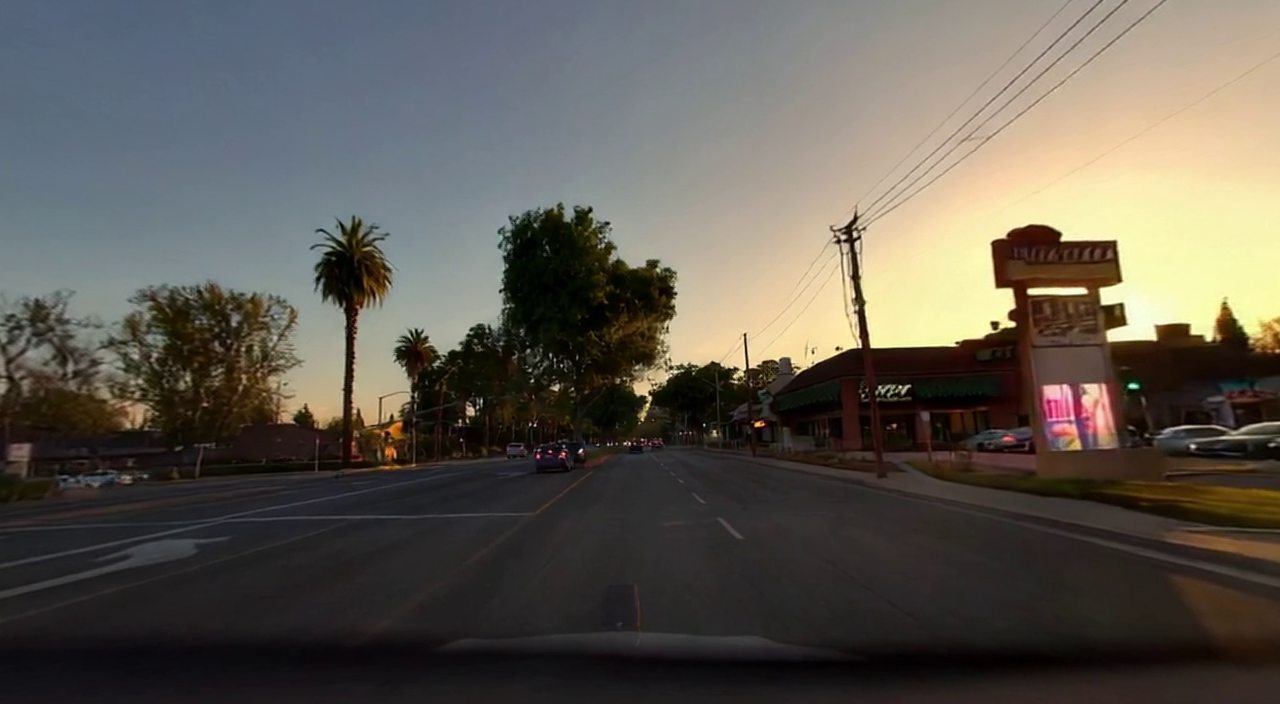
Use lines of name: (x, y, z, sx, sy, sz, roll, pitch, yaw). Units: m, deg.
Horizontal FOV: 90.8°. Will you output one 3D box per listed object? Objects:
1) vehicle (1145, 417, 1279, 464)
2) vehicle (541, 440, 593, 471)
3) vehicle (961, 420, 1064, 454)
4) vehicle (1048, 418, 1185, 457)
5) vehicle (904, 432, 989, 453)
vehicle: (21.449, 3.206, 22.869, 4.505, 1.584, 2.015, -5, -10, 27)
vehicle: (-3.673, 5.302, 32.476, 2.181, 1.483, 4.123, 0, -9, 0)
vehicle: (20.899, 4.845, 35.678, 4.753, 1.809, 2.016, -5, -10, 28)
vehicle: (21.632, 3.953, 28.935, 4.600, 1.677, 1.980, -5, -10, 26)
vehicle: (22.015, 6.527, 45.469, 5.080, 1.423, 1.919, -9, -12, 44)
